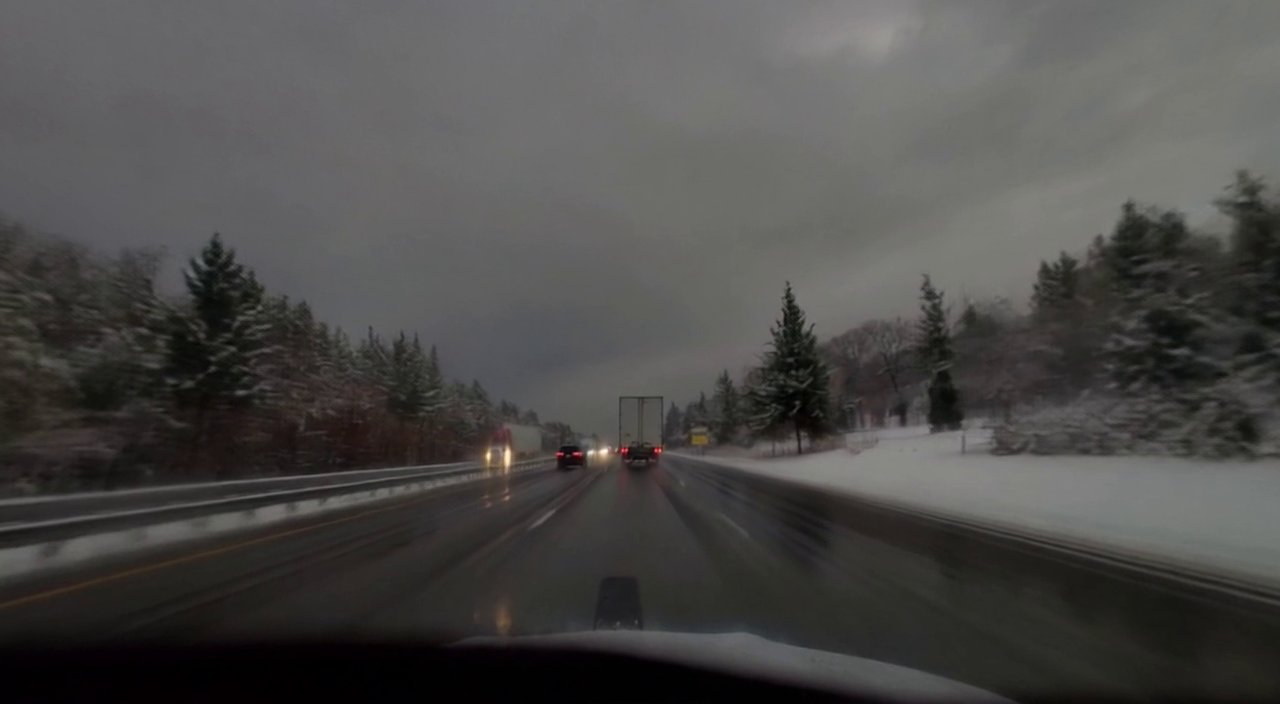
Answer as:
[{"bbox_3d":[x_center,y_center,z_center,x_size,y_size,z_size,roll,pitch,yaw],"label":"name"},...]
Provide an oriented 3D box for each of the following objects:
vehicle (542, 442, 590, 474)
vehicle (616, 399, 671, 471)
[{"bbox_3d":[-3.992,5.810,34.609,2.112,1.645,4.129,0,-9,0],"label":"vehicle"},{"bbox_3d":[0.164,5.590,41.328,3.100,4.091,10.664,0,-9,0],"label":"vehicle"}]
